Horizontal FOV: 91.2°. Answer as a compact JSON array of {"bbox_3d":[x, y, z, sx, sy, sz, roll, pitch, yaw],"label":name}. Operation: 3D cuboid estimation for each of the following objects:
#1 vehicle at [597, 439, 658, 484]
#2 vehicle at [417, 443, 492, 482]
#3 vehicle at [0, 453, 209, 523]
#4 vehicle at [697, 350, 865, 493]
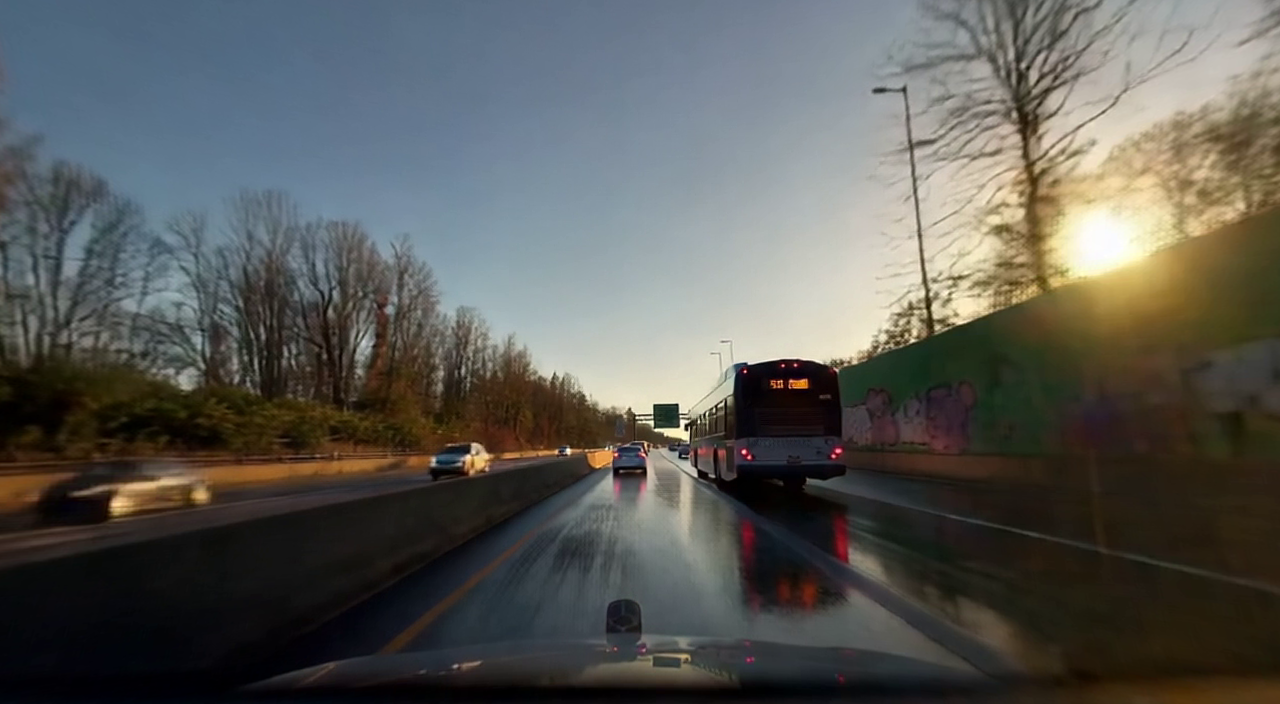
[{"bbox_3d":[-0.397,4.195,24.204,2.160,1.532,4.073,-1,-9,1],"label":"vehicle"},{"bbox_3d":[-8.502,5.107,29.193,2.064,1.648,4.371,-1,-9,1],"label":"vehicle"},{"bbox_3d":[-12.901,3.234,15.425,1.813,1.456,3.830,-1,-9,1],"label":"vehicle"},{"bbox_3d":[3.987,2.637,21.584,3.055,3.479,12.521,-1,-9,1],"label":"vehicle"}]
